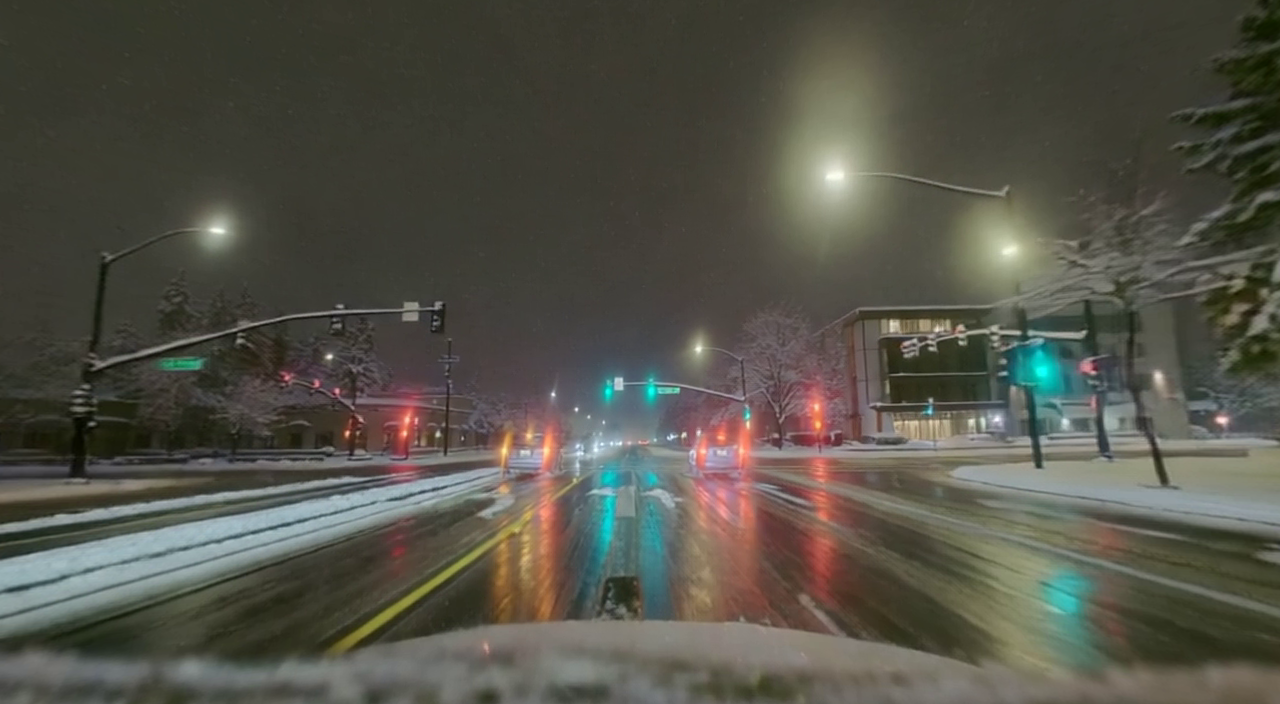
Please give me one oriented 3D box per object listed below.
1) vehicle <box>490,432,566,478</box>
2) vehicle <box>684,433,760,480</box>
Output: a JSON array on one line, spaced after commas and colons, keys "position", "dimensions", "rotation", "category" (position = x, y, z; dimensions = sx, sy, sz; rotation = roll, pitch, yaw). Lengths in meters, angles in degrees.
[{"position": [-4.062, 3.849, 23.742], "dimensions": [1.973, 1.526, 4.533], "rotation": [0, -9, 1], "category": "vehicle"}, {"position": [2.875, 3.830, 23.338], "dimensions": [2.130, 1.524, 4.722], "rotation": [0, -9, -1], "category": "vehicle"}]
